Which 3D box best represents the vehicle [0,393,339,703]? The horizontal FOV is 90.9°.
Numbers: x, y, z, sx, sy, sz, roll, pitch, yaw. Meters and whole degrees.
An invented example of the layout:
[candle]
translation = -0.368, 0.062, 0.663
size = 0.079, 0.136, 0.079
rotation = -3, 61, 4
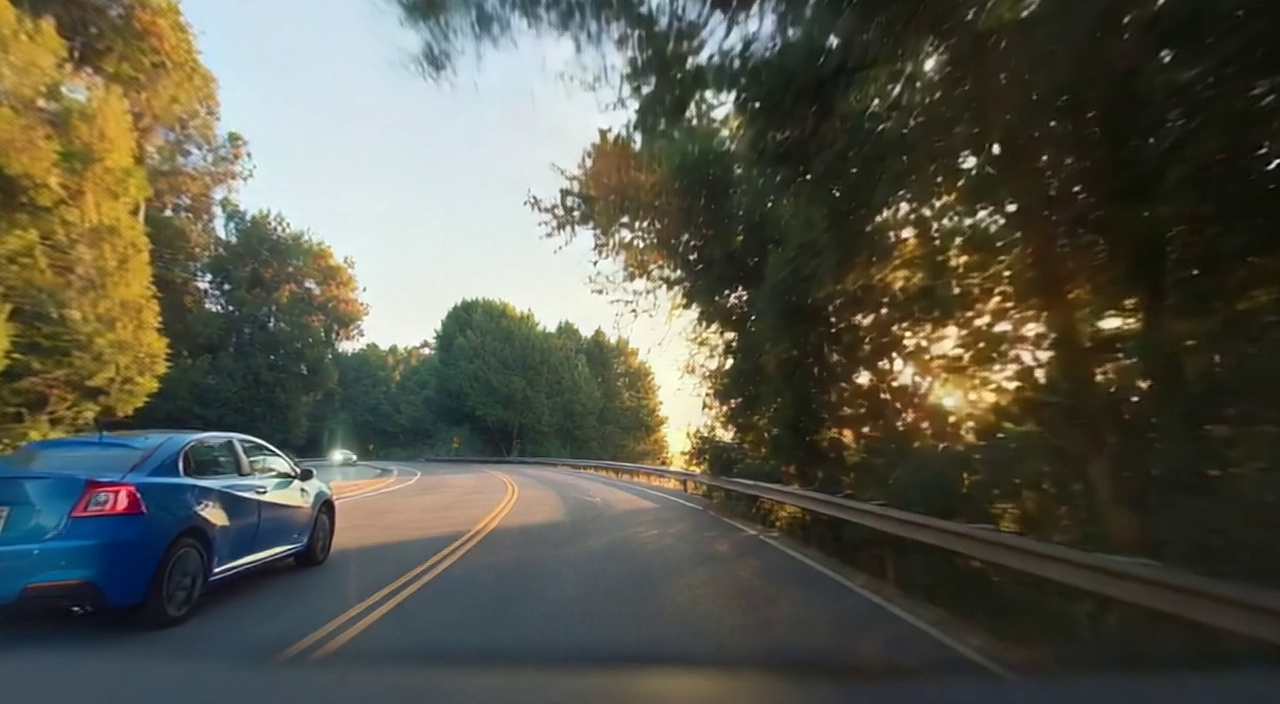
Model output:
[vehicle]
translation = -4.423, 1.324, 5.261
size = 2.078, 1.607, 3.959
rotation = 1, -9, -4
